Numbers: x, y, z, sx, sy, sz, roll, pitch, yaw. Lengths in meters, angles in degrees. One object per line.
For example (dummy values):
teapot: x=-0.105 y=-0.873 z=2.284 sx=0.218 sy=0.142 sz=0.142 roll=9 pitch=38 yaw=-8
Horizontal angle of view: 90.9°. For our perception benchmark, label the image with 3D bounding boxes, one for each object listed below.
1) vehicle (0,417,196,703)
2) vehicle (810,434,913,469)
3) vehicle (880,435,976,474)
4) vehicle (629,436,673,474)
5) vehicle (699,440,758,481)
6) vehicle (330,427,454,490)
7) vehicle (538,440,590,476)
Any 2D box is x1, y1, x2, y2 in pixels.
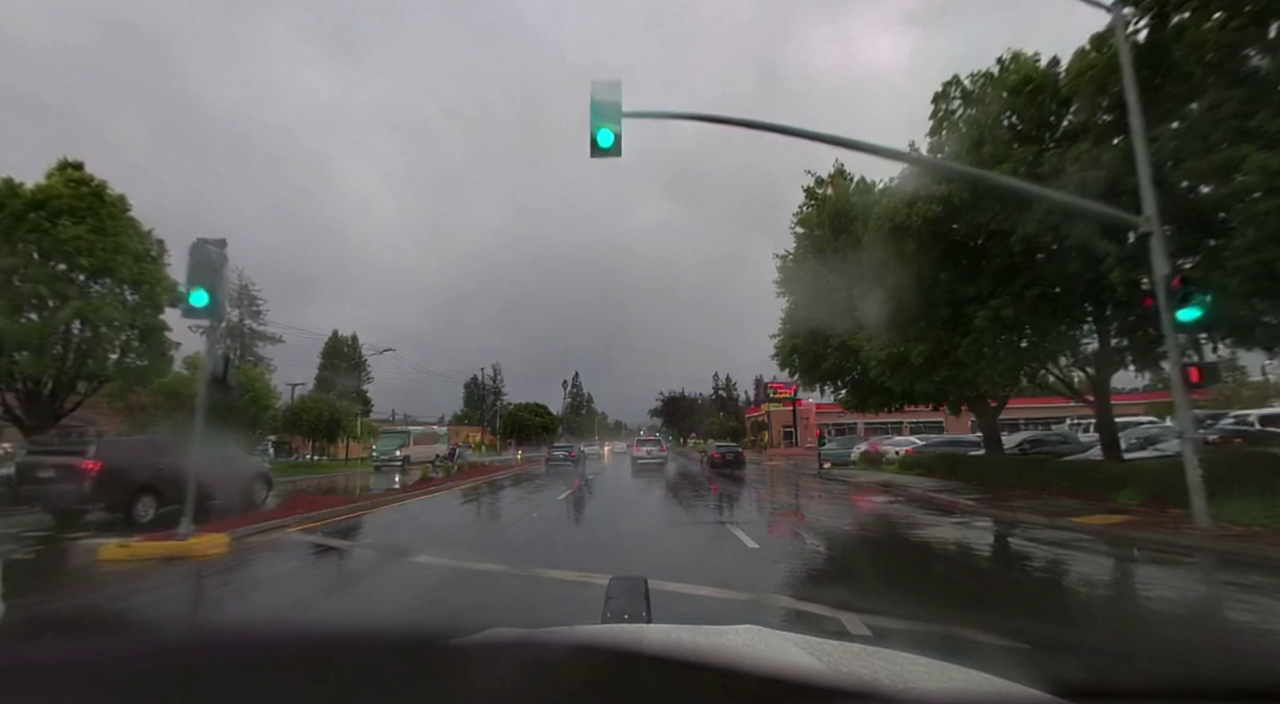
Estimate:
vehicle: x=-3.981 y=0.912 z=2.031 sx=1.908 sy=1.481 sz=4.351 roll=0 pitch=-9 yaw=0
vehicle: x=11.695 y=5.256 z=33.333 sx=4.808 sy=1.712 sz=2.061 roll=-5 pitch=-10 yaw=28
vehicle: x=11.950 y=4.287 z=26.529 sx=1.959 sy=1.472 sz=4.473 roll=0 pitch=-9 yaw=1
vehicle: x=0.526 y=5.364 z=32.938 sx=2.193 sy=1.873 sz=4.033 roll=0 pitch=-9 yaw=0
vehicle: x=3.699 y=4.580 z=26.824 sx=1.922 sy=1.579 sz=3.642 roll=0 pitch=-9 yaw=-1
vehicle: x=-9.177 y=4.013 z=24.125 sx=2.328 sy=2.093 sz=5.956 roll=0 pitch=-9 yaw=0
vehicle: x=-3.741 y=5.298 z=31.622 sx=2.026 sy=1.665 sz=4.193 roll=0 pitch=-9 yaw=1
